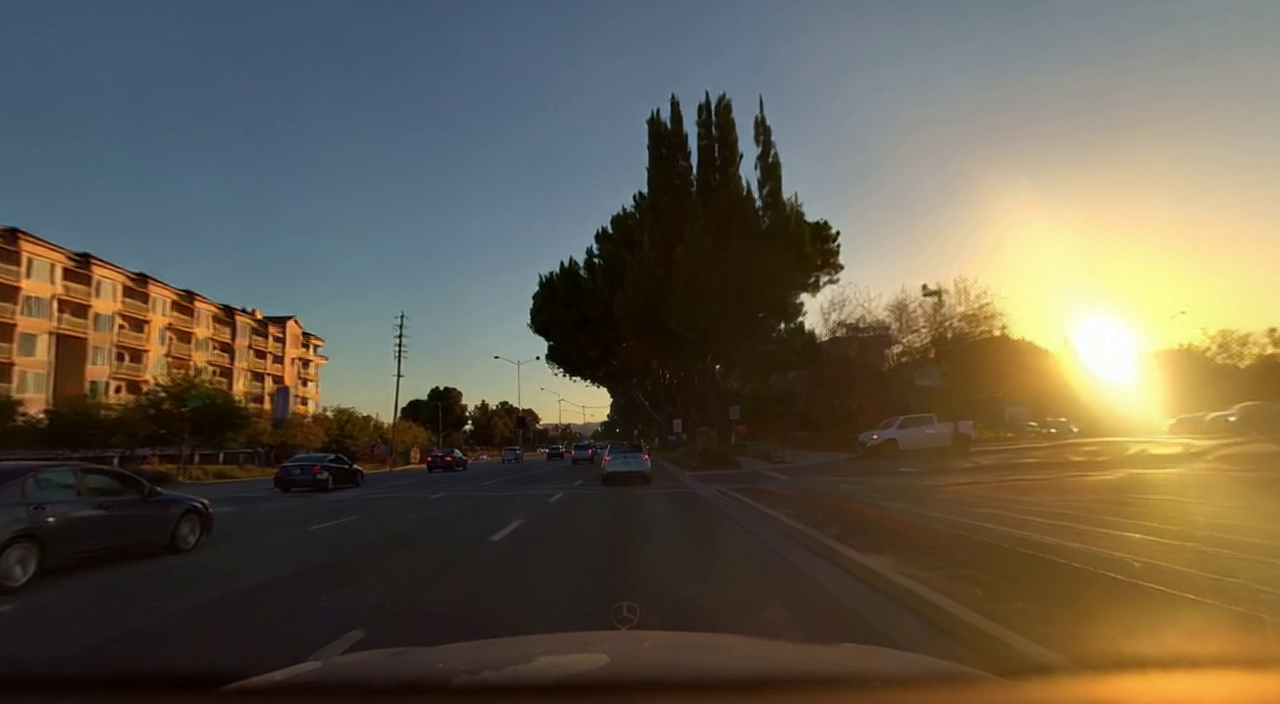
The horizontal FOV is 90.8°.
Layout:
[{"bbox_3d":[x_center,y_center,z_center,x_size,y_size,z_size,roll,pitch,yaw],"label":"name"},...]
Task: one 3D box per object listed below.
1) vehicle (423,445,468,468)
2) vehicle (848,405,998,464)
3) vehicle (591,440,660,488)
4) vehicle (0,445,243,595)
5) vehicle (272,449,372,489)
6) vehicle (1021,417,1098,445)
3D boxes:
[{"bbox_3d":[-14.792,7.951,48.199,2.064,1.686,4.380,0,-8,-1],"label":"vehicle"},{"bbox_3d":[12.485,3.683,28.202,5.253,2.014,2.666,-5,-7,-5],"label":"vehicle"},{"bbox_3d":[-0.471,3.749,21.501,2.099,1.469,4.389,0,-8,-1],"label":"vehicle"},{"bbox_3d":[-7.230,1.862,7.653,1.906,1.449,4.576,0,-8,-1],"label":"vehicle"},{"bbox_3d":[-13.158,4.830,26.502,2.024,1.484,4.592,1,-9,-3],"label":"vehicle"},{"bbox_3d":[27.534,5.153,41.500,3.745,1.450,1.750,-5,-5,-3],"label":"vehicle"}]
